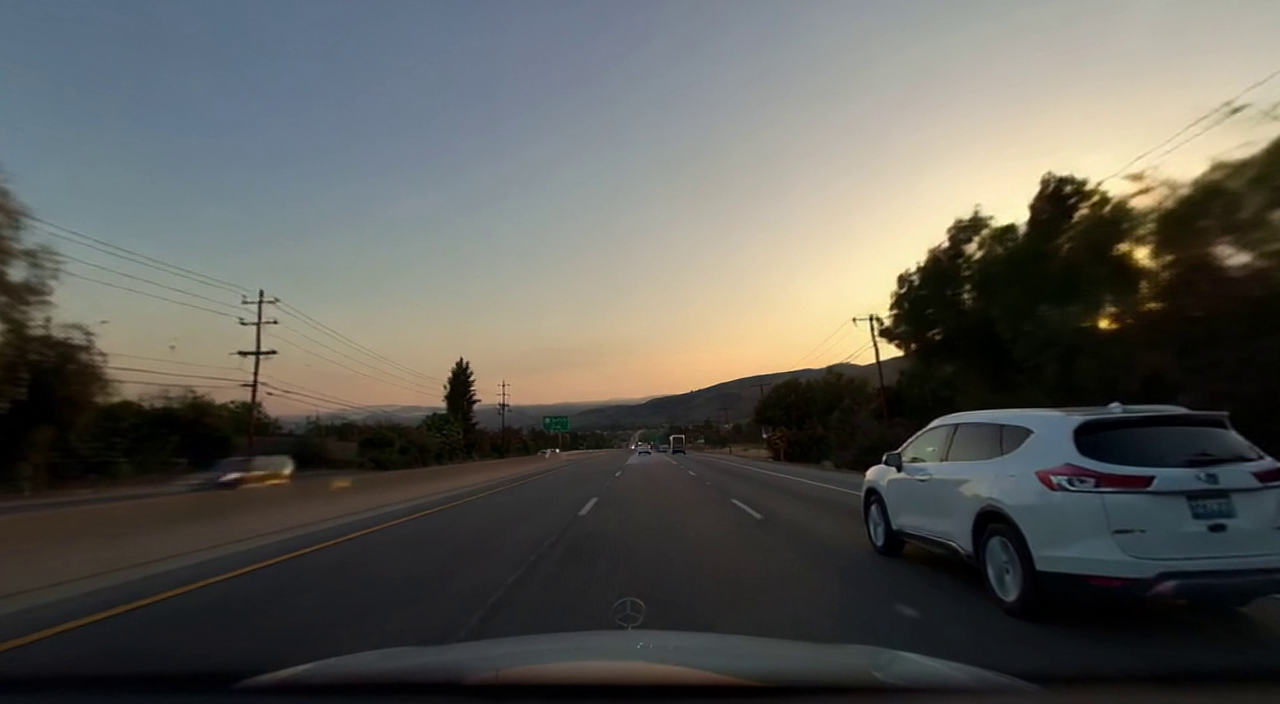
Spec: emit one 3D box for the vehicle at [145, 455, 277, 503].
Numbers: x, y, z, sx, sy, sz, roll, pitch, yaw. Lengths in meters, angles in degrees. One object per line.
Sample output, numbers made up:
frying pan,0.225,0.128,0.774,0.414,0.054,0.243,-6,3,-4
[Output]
vehicle,-16.633,4.902,24.815,1.881,1.598,4.569,0,-8,1
